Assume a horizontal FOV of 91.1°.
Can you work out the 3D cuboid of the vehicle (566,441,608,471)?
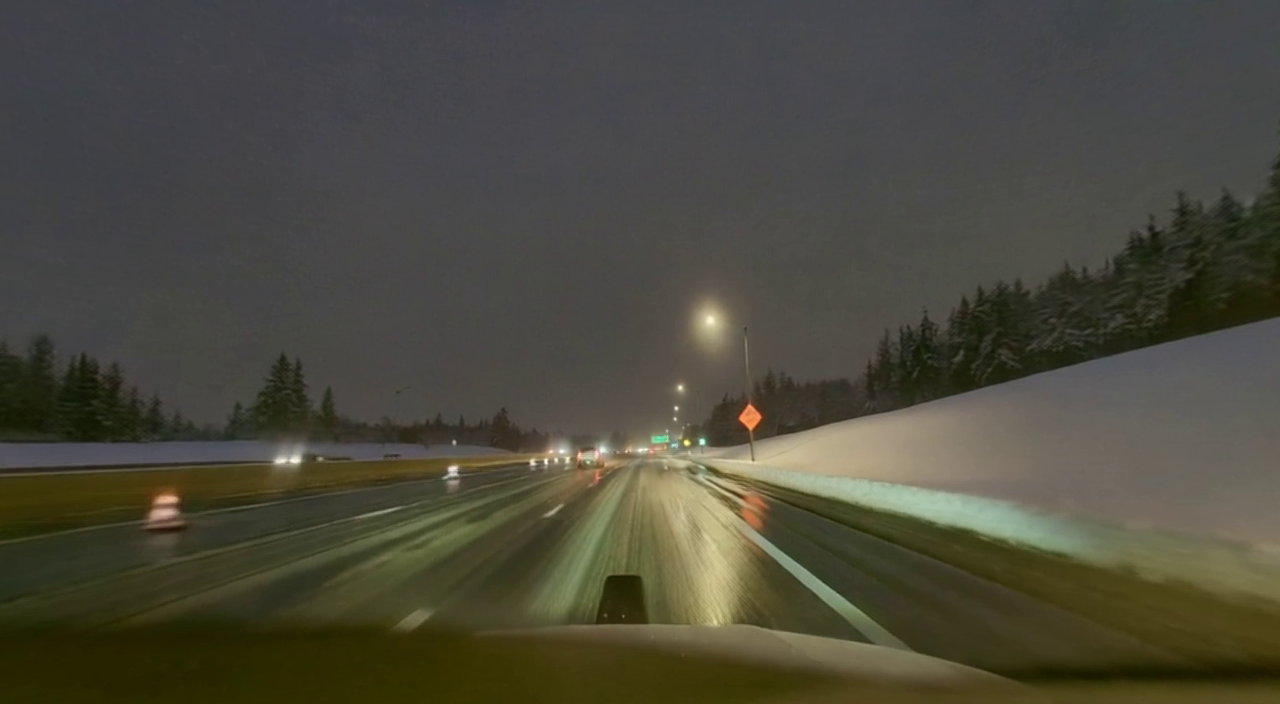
[{"bbox_3d":[-3.081,6.134,37.139,2.078,1.629,4.059,0,-8,1],"label":"vehicle"}]
